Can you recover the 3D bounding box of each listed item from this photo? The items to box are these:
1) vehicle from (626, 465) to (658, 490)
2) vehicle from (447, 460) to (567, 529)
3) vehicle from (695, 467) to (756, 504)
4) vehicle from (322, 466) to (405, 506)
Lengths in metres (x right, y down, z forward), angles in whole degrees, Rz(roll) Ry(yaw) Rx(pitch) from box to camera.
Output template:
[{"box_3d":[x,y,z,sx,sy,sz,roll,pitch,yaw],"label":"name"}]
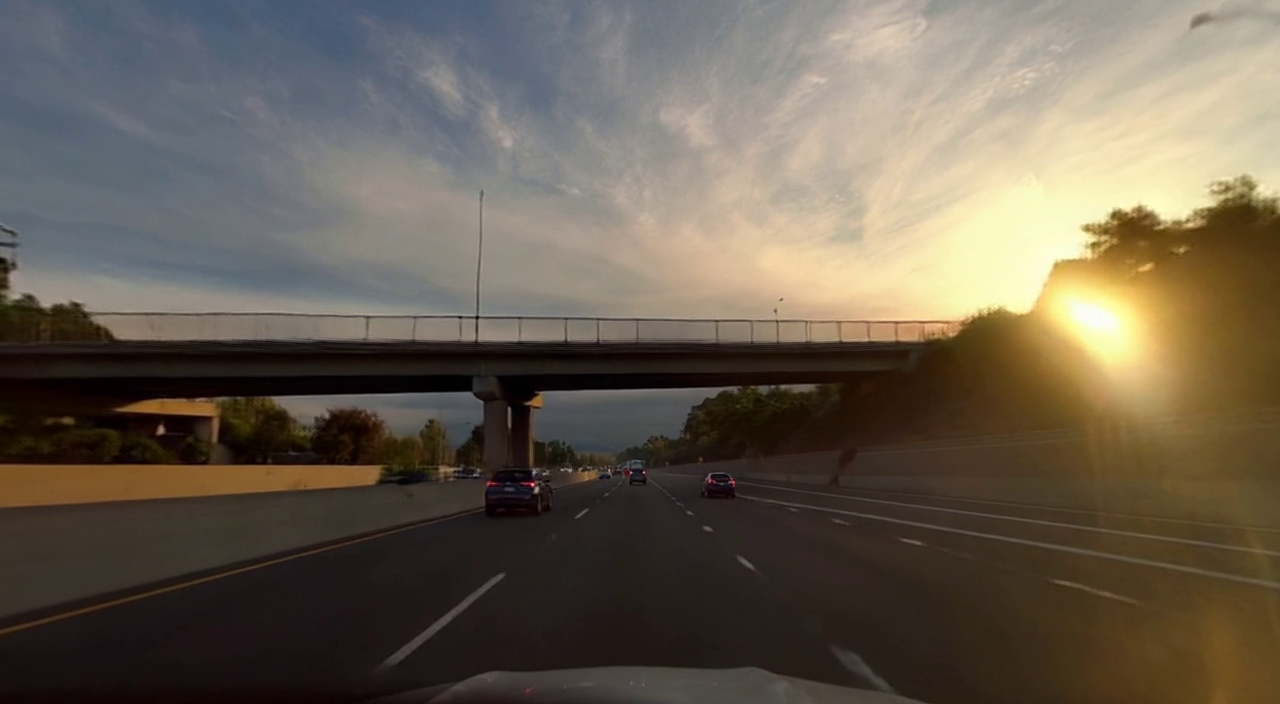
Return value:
[{"box_3d":[0.181,8.923,44.811,2.181,1.698,4.056,1,-10,1],"label":"vehicle"},{"box_3d":[-3.248,3.605,16.321,2.099,1.516,4.308,0,-10,1],"label":"vehicle"},{"box_3d":[3.773,6.014,28.623,2.092,1.518,4.348,1,-10,-1],"label":"vehicle"},{"box_3d":[-12.424,6.018,28.522,1.868,1.616,4.107,1,-10,0],"label":"vehicle"}]
